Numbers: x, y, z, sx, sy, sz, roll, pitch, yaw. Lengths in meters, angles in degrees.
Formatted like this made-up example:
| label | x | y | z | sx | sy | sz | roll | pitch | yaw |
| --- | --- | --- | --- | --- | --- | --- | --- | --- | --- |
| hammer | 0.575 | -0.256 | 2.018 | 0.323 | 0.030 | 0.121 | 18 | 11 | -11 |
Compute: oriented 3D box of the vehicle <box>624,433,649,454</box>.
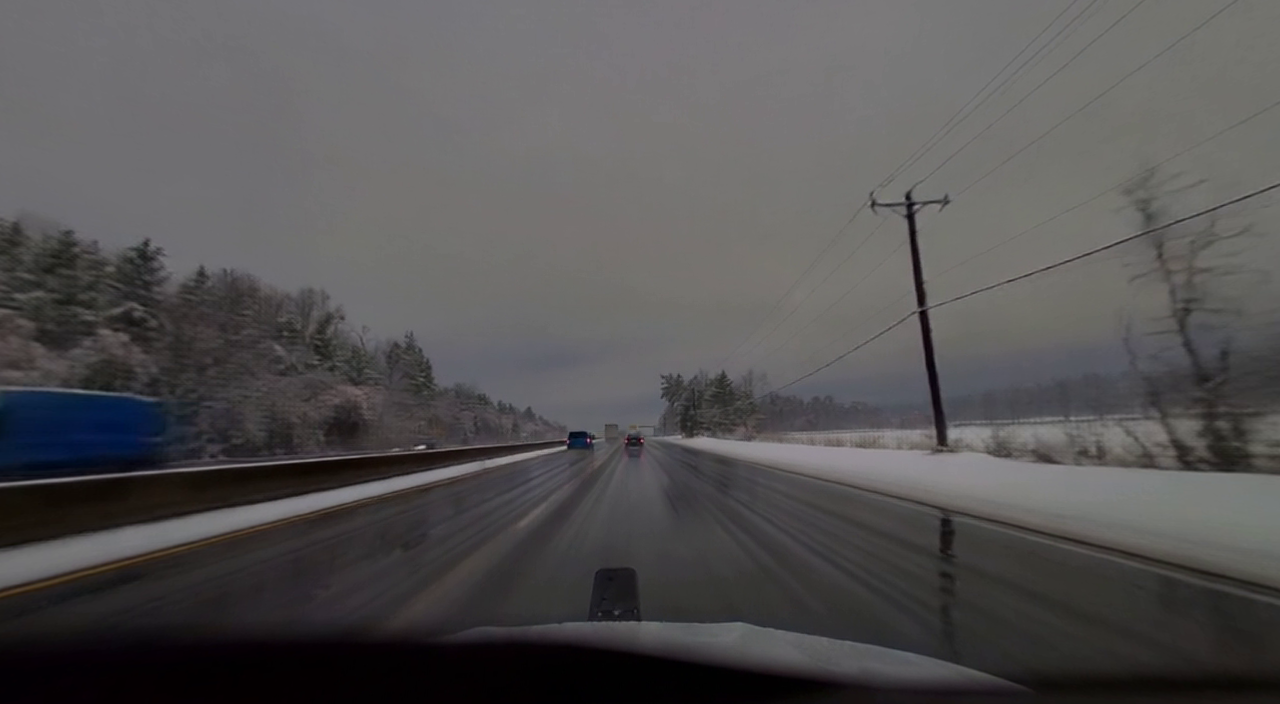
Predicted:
| label | x | y | z | sx | sy | sz | roll | pitch | yaw |
| --- | --- | --- | --- | --- | --- | --- | --- | --- | --- |
| vehicle | -0.294 | 6.952 | 48.020 | 1.890 | 1.472 | 3.716 | 0 | -8 | -1 |

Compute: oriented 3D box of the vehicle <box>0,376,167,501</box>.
| label | x | y | z | sx | sy | sz | roll | pitch | yaw |
| --- | --- | --- | --- | --- | --- | --- | --- | --- | --- |
| vehicle | -17.087 | 2.363 | 17.269 | 2.656 | 3.032 | 7.159 | 0 | -8 | -1 |

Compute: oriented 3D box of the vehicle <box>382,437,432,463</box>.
| label | x | y | z | sx | sy | sz | roll | pitch | yaw |
| --- | --- | --- | --- | --- | --- | --- | --- | --- | --- |
| vehicle | -13.096 | 5.490 | 35.625 | 1.552 | 1.361 | 3.351 | 0 | -8 | -1 |
